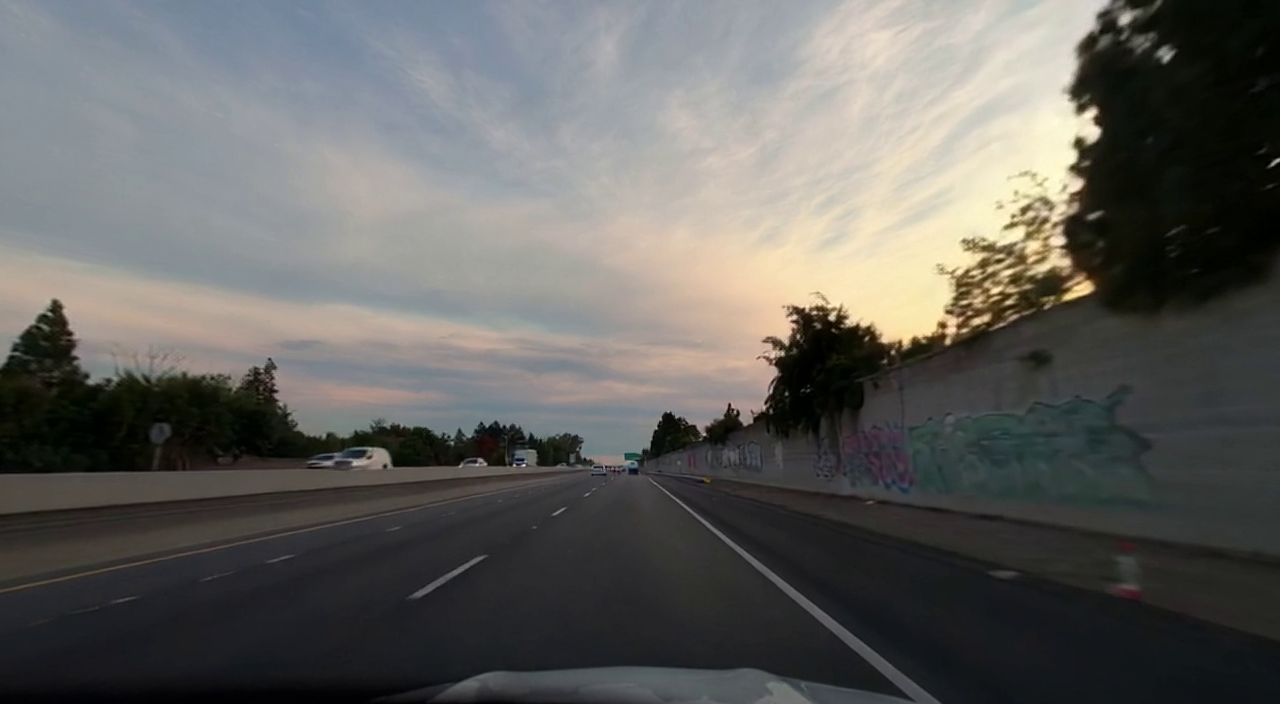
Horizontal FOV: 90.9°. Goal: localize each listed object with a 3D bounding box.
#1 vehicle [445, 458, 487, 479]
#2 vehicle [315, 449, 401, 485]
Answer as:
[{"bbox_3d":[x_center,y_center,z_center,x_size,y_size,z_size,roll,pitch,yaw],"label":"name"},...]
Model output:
[{"bbox_3d":[-13.557,9.149,49.400,2.015,1.496,4.666,1,-11,0],"label":"vehicle"},{"bbox_3d":[-14.075,5.801,31.801,2.067,1.613,4.843,1,-11,0],"label":"vehicle"}]
